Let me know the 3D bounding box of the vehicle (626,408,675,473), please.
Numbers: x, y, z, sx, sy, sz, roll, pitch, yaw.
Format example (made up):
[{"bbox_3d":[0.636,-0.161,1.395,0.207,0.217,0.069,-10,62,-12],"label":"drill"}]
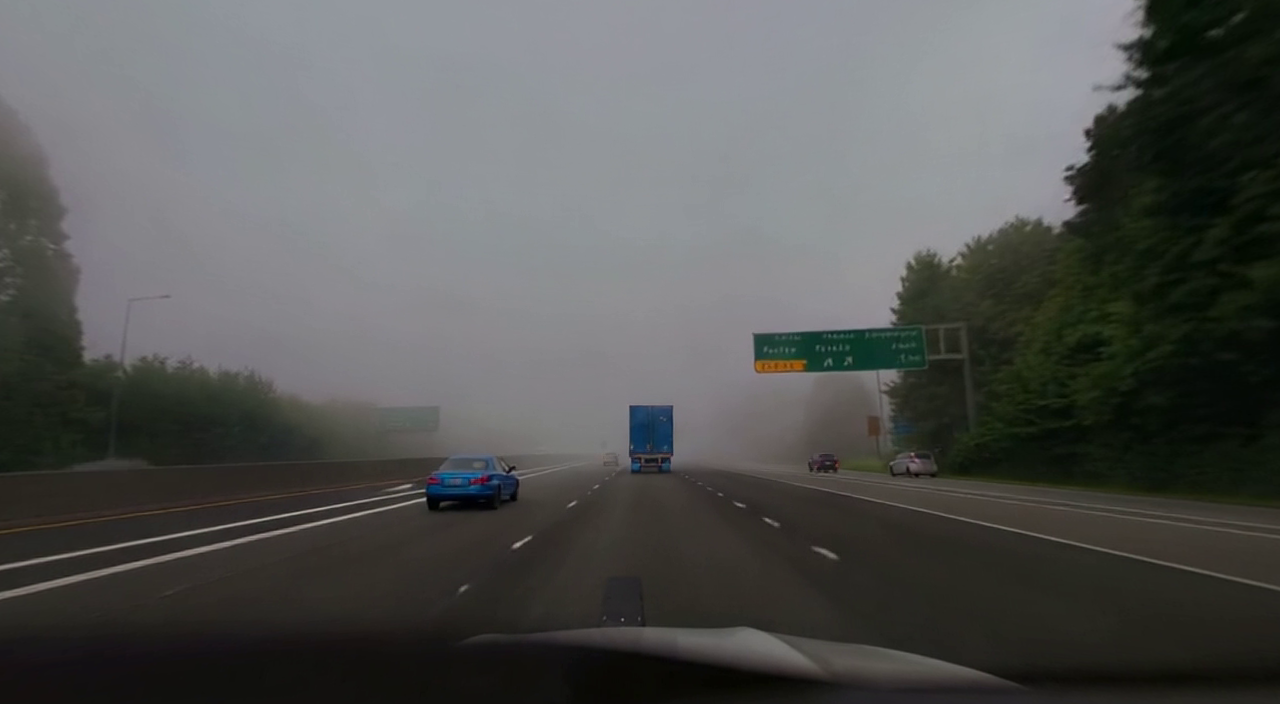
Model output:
[{"bbox_3d":[0.679,6.311,44.669,3.022,4.072,10.318,0,-9,0],"label":"vehicle"}]

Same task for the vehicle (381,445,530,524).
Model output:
[{"bbox_3d":[-3.844,2.824,14.065,1.931,1.466,4.458,0,-9,1],"label":"vehicle"}]
